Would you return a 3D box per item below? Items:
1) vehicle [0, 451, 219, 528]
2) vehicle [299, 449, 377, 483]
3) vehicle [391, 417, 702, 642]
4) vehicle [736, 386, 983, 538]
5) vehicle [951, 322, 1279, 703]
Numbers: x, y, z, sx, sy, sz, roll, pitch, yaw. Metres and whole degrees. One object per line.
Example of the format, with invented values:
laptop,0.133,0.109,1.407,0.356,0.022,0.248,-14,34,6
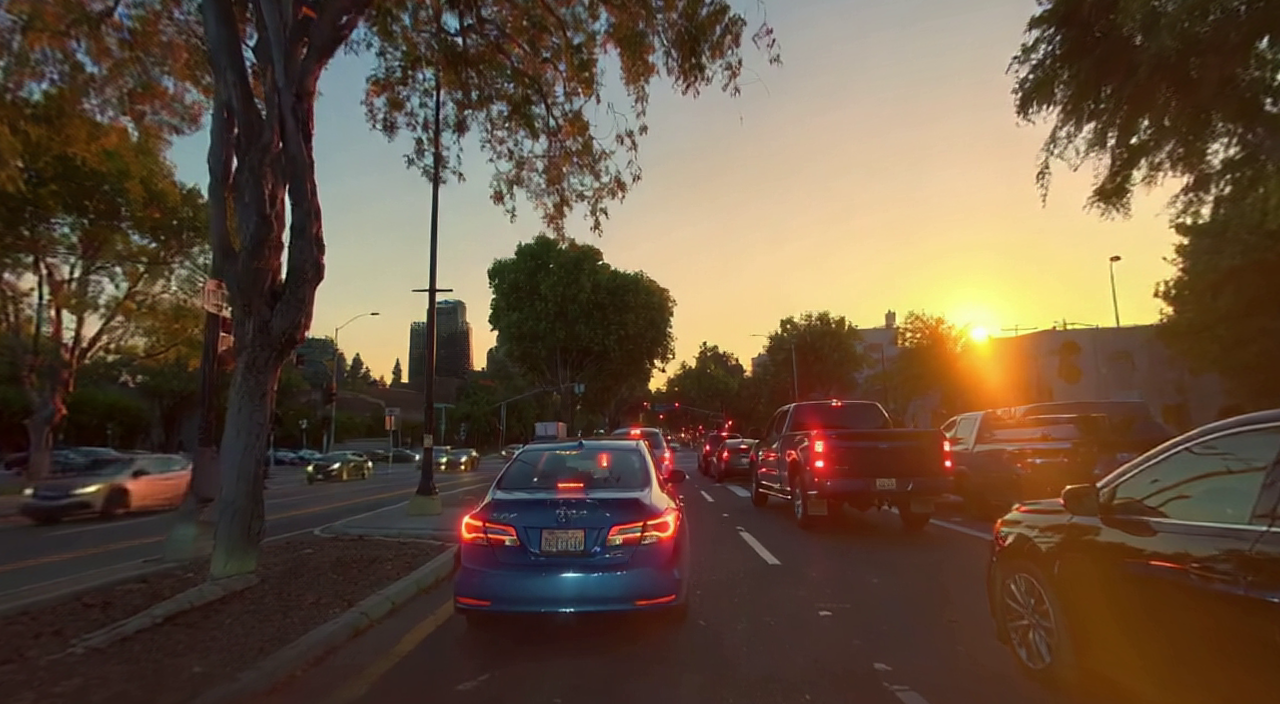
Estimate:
vehicle,-12.726,3.199,15.231,1.882,1.538,4.382,0,-8,1
vehicle,-16.100,6.077,33.727,2.000,1.656,4.160,0,-9,1
vehicle,-0.581,1.502,6.336,2.111,1.506,4.018,0,-8,2
vehicle,3.510,1.960,11.701,2.444,2.098,5.766,0,-9,-1
vehicle,3.158,0.760,2.092,1.982,1.709,4.427,0,-9,1
